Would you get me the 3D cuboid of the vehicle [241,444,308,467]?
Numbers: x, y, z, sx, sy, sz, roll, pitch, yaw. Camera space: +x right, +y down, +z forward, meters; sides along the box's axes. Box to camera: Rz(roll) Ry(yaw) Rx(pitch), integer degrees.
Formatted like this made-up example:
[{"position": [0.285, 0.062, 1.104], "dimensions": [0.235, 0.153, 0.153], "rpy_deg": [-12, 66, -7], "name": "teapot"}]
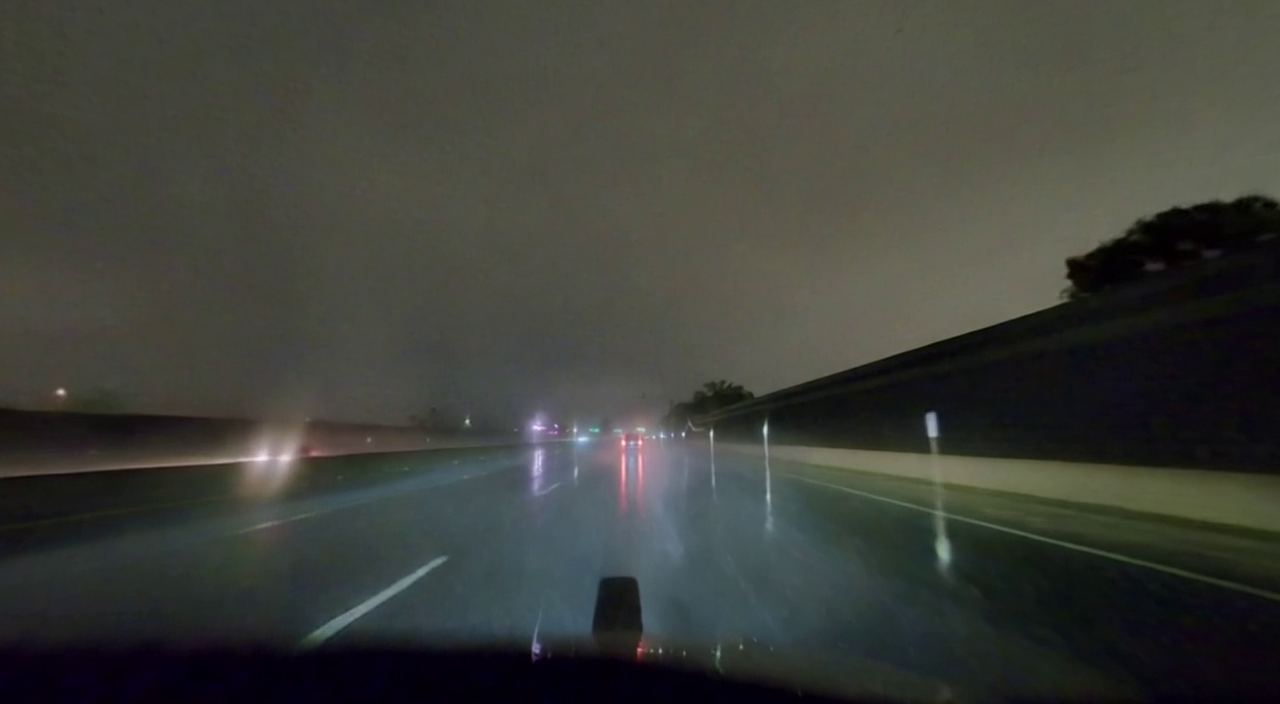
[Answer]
[{"position": [-24.015, 6.774, 41.499], "dimensions": [1.886, 1.397, 4.160], "rpy_deg": [0, -8, 0], "name": "vehicle"}]
